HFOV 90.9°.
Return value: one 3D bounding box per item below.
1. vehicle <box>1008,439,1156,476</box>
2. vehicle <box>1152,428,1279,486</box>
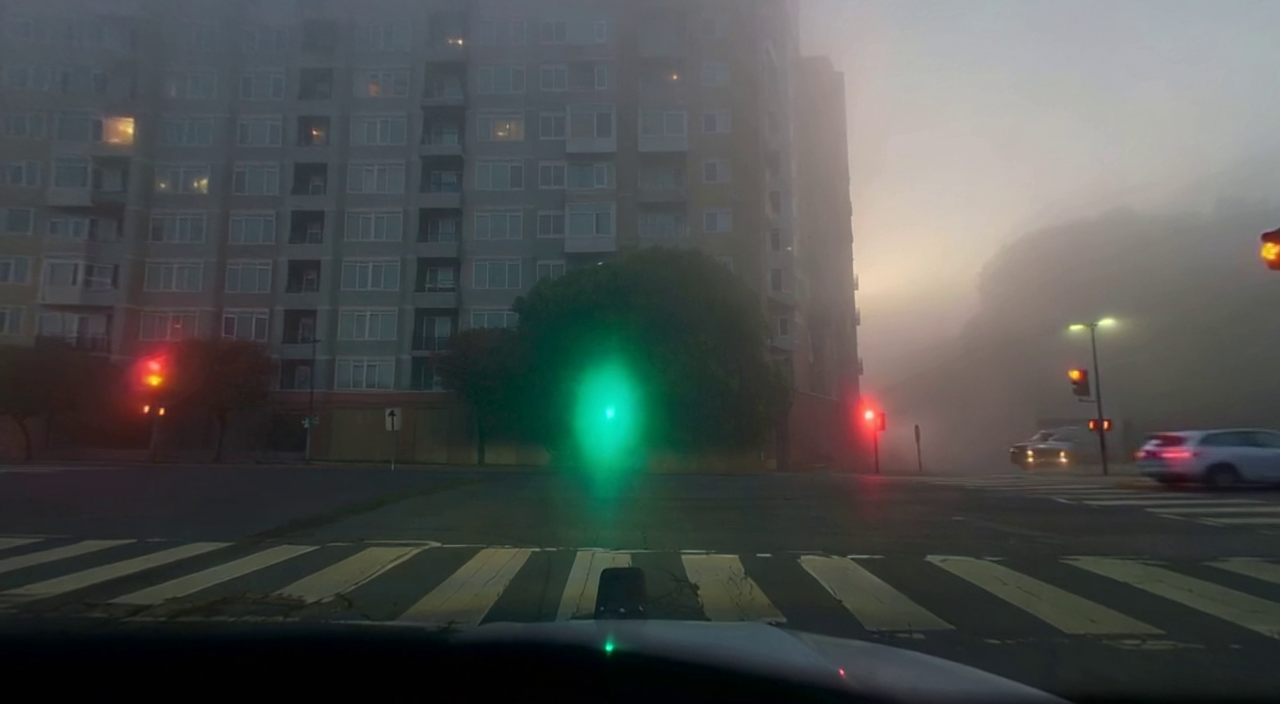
[{"bbox_3d":[18.596,4.459,26.688,4.823,1.458,1.914,0,-9,-1],"label":"vehicle"},{"bbox_3d":[20.313,3.450,20.800,4.980,1.792,2.042,0,-9,1],"label":"vehicle"}]
